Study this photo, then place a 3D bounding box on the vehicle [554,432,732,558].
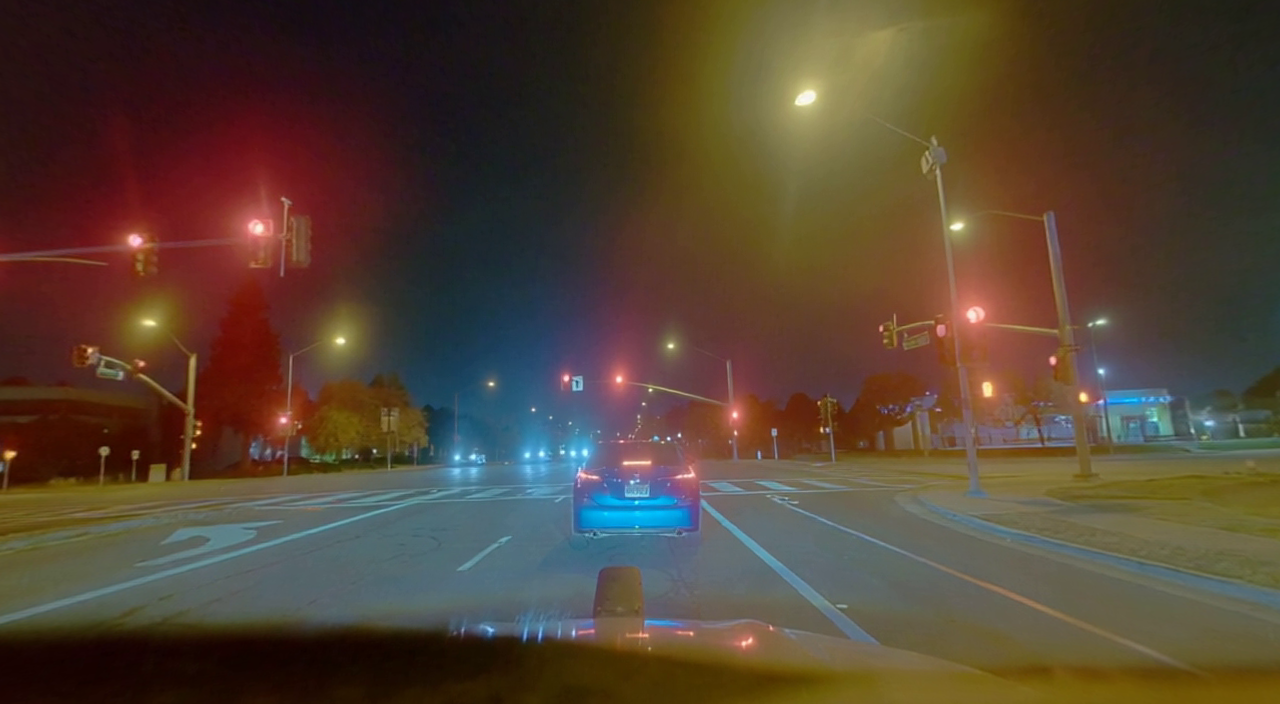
[{"bbox_3d":[0.004,1.994,9.516,2.107,1.470,3.974,0,-9,-1],"label":"vehicle"}]
